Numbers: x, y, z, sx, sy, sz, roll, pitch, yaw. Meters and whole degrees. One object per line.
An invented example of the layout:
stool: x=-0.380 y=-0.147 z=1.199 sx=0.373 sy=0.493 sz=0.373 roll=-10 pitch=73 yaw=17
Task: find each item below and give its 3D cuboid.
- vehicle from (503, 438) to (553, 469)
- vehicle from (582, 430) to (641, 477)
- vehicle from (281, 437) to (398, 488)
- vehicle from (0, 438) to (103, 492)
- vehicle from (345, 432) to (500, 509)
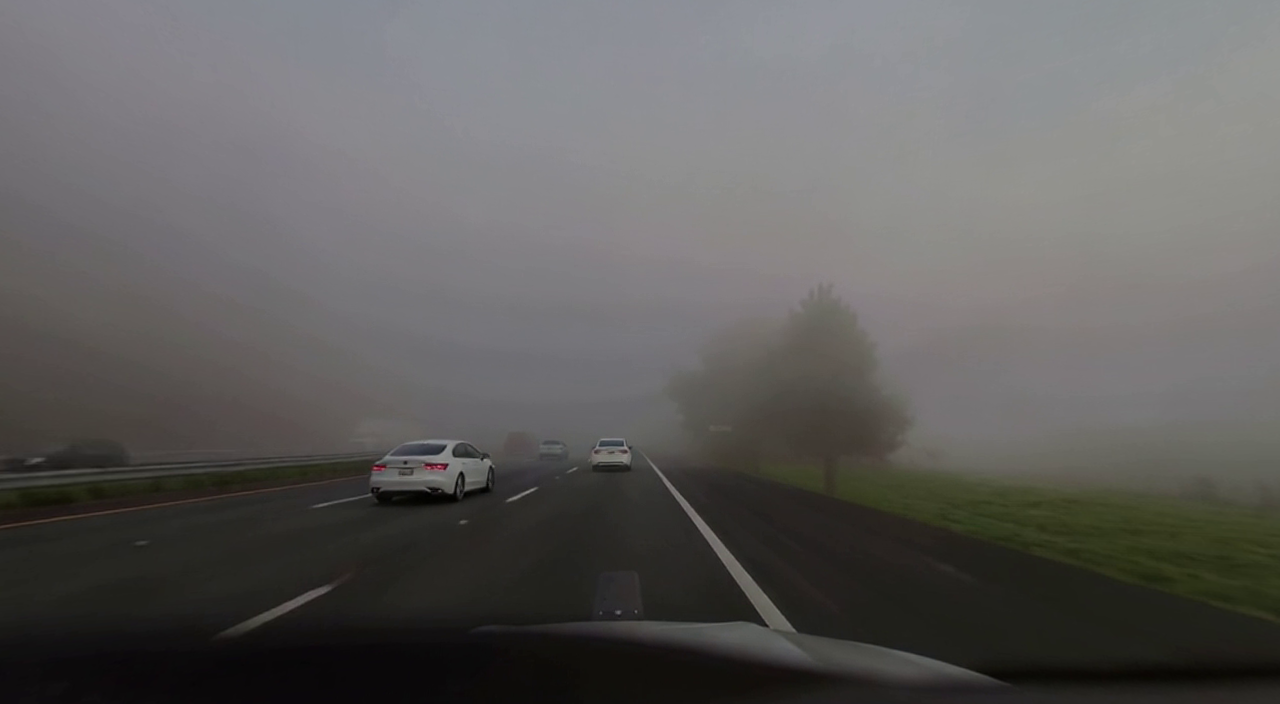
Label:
vehicle: x=-5.526 y=5.031 z=31.405 sx=1.835 sy=1.432 sz=3.835 roll=0 pitch=-8 yaw=0
vehicle: x=-1.073 y=3.970 z=24.930 sx=2.178 sy=1.658 sz=3.916 roll=0 pitch=-8 yaw=-1
vehicle: x=-9.497 y=3.481 z=20.254 sx=1.850 sy=1.439 sz=3.932 roll=0 pitch=-8 yaw=0
vehicle: x=-21.899 y=3.887 z=21.900 sx=2.037 sy=1.740 sz=4.968 roll=0 pitch=-8 yaw=-1
vehicle: x=-4.703 y=2.600 z=14.414 sx=1.971 sy=1.464 sz=4.386 roll=0 pitch=-8 yaw=0
